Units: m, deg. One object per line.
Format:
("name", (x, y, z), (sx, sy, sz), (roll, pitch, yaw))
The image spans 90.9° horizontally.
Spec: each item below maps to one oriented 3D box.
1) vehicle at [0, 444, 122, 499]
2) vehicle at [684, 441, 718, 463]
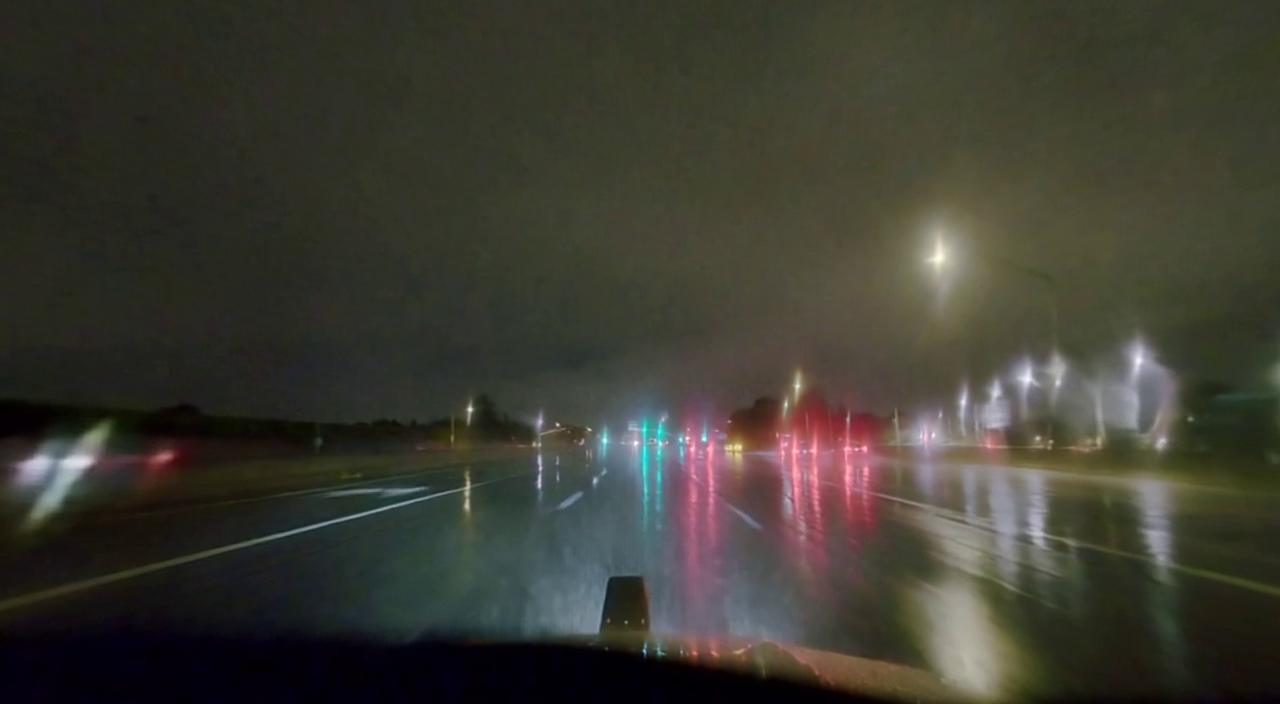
("vehicle", (-17.942, 3.424, 18.353), (1.913, 1.440, 4.374), (0, -8, 1))
("vehicle", (4.276, 7.069, 44.703), (1.912, 1.478, 4.125), (0, -8, 0))
